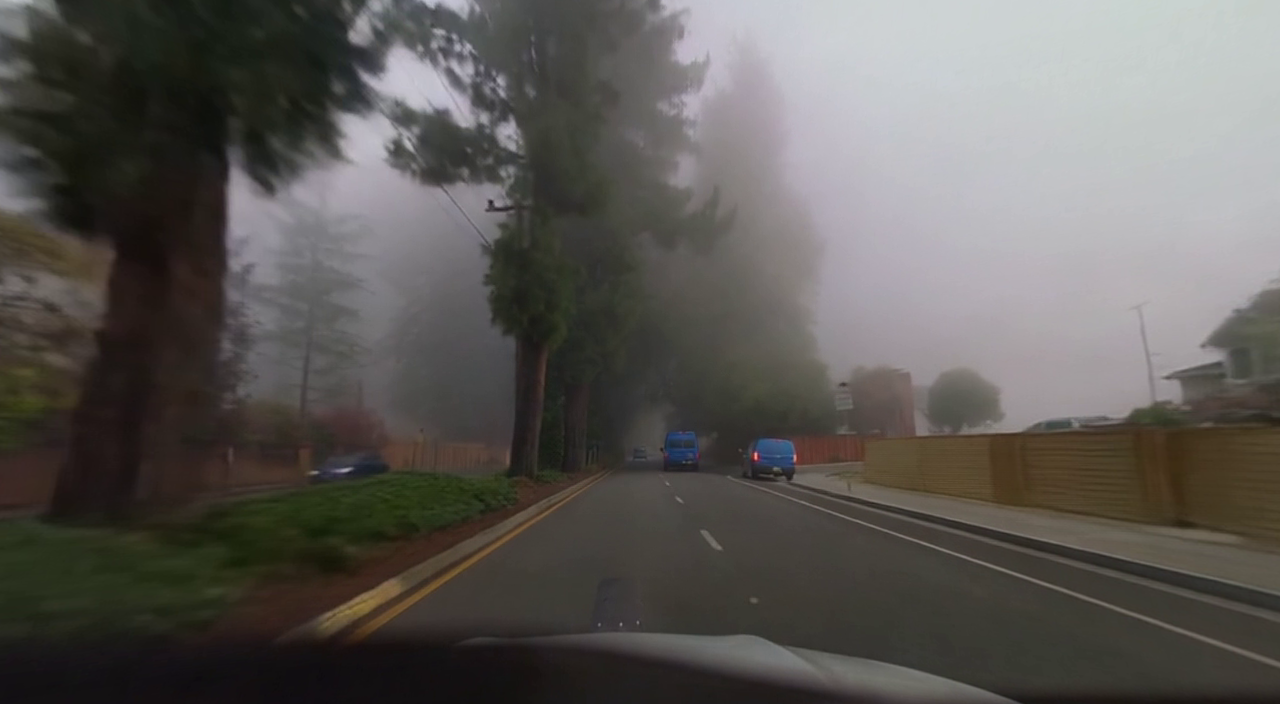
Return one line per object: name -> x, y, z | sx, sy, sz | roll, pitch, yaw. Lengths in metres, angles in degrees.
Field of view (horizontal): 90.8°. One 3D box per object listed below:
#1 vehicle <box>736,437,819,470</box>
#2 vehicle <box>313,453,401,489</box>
vehicle -> 9.137, 6.784, 42.328 | 4.990, 2.142, 2.488 | 0, -9, 1
vehicle -> -13.091, 5.511, 29.601 | 1.908, 1.477, 4.750 | 0, -8, 0
